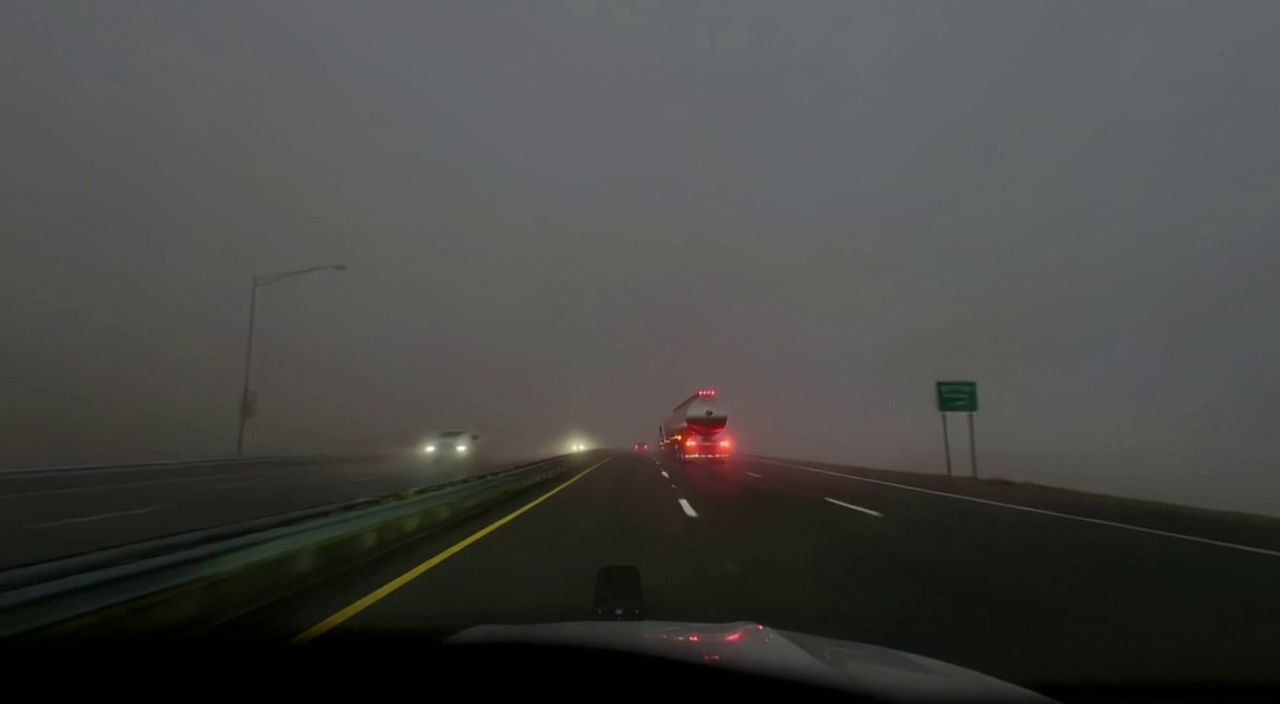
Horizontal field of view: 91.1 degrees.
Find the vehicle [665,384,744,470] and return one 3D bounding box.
[{"bbox_3d":[3.049,4.061,33.356,2.946,3.745,11.516,0,-8,0],"label":"vehicle"}]

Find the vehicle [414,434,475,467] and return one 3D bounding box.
[{"bbox_3d":[-11.920,6.024,38.769,2.110,1.862,4.998,0,-8,0],"label":"vehicle"}]
